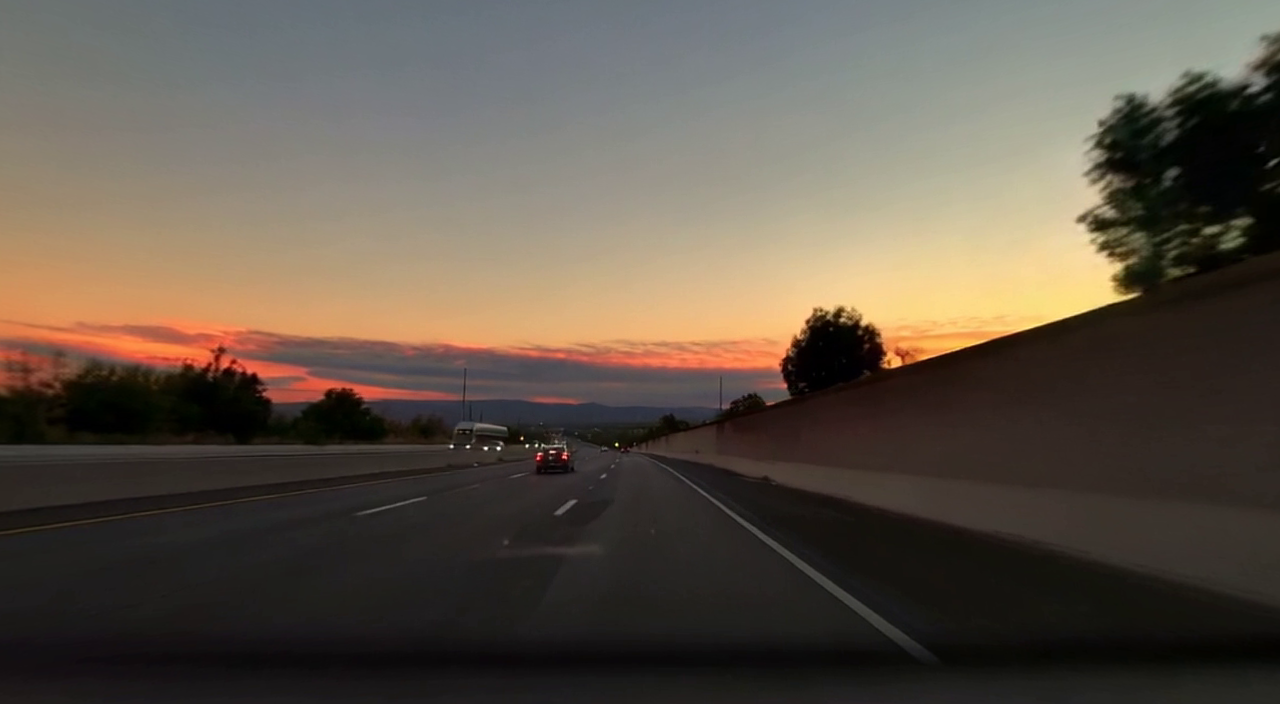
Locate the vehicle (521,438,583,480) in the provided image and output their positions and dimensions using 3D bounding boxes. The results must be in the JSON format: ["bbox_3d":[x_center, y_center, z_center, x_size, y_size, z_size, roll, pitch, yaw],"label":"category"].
[{"bbox_3d":[-3.879,4.814,28.553,2.133,1.683,4.340,1,-9,0],"label":"vehicle"}]
